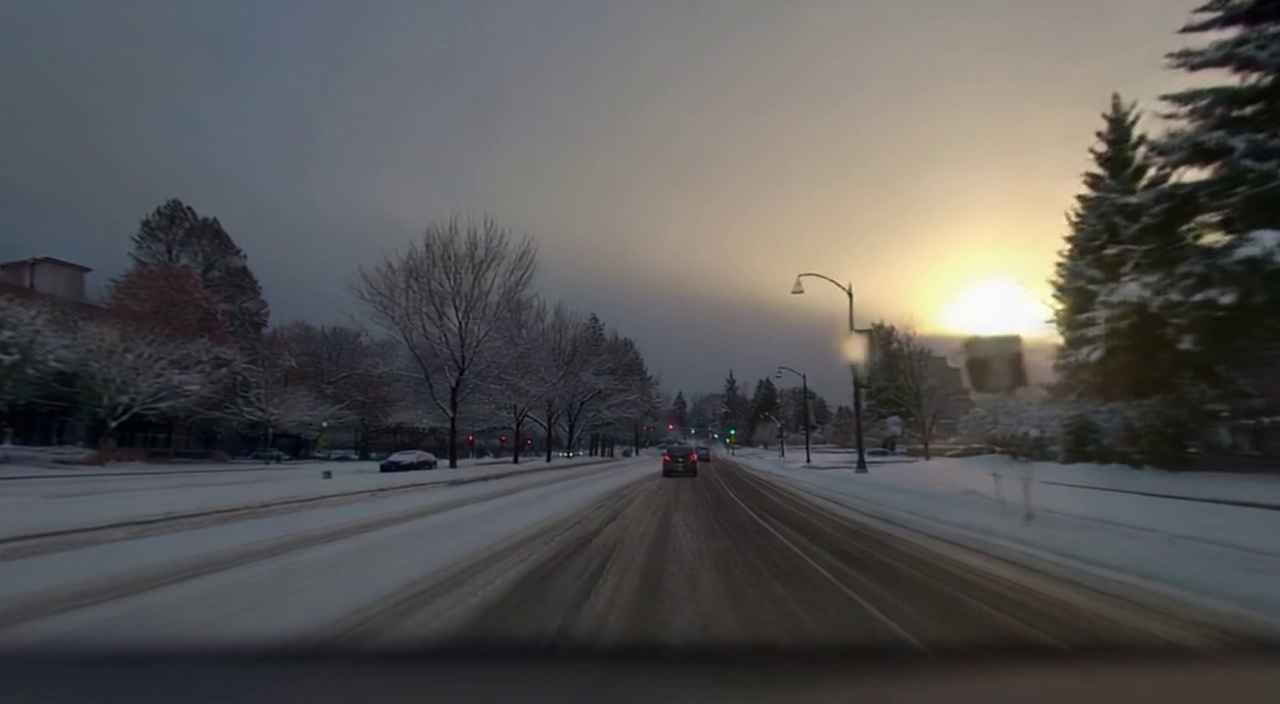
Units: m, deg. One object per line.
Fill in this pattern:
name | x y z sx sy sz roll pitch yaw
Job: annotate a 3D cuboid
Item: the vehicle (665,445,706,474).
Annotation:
vehicle | 2.467 5.894 34.763 2.133 1.481 4.276 -1 -9 3
